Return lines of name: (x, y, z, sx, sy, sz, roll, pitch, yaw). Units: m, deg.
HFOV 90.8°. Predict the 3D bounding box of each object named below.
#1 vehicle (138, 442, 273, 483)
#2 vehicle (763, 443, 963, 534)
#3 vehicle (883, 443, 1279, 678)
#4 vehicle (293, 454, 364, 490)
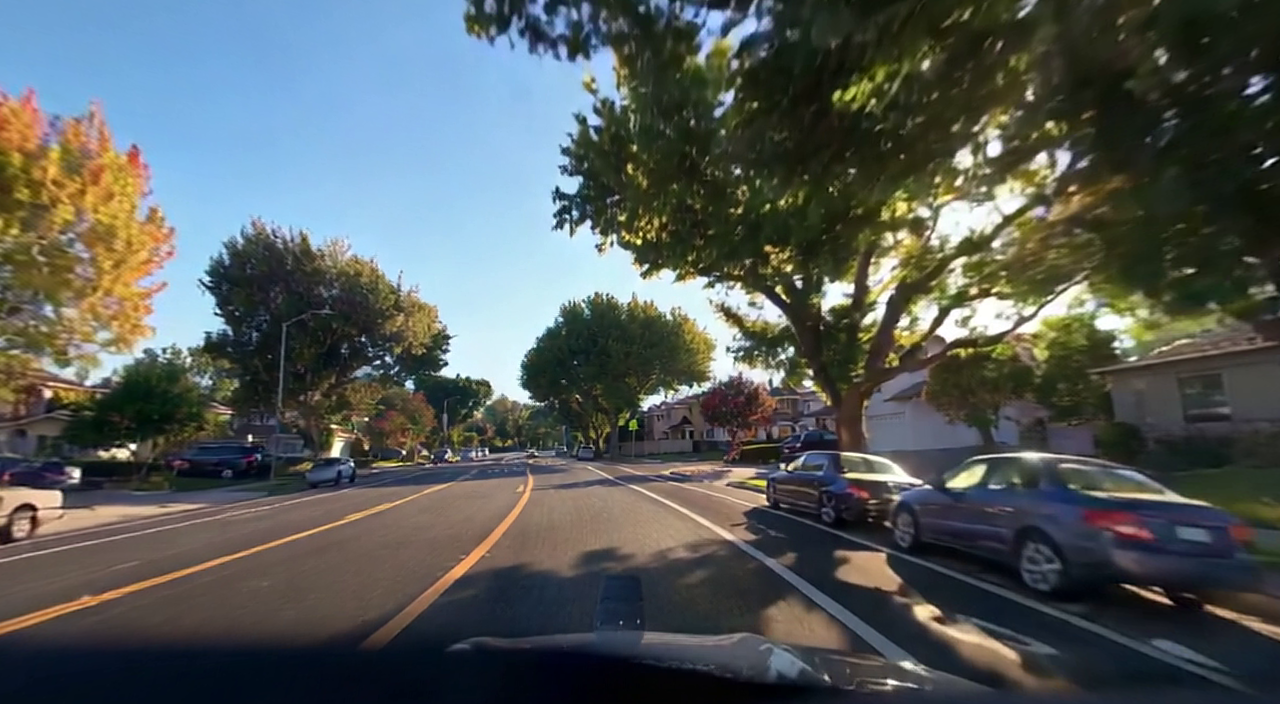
vehicle: (-23.211, 5.917, 33.958, 5.560, 1.892, 2.099, -1, -9, -7)
vehicle: (4.063, 2.534, 12.380, 2.029, 1.449, 4.028, 1, -9, -7)
vehicle: (4.563, 1.662, 6.451, 1.872, 1.423, 4.874, 0, -9, -5)
vehicle: (-14.921, 5.737, 30.514, 1.870, 1.451, 4.140, 0, -8, -8)
